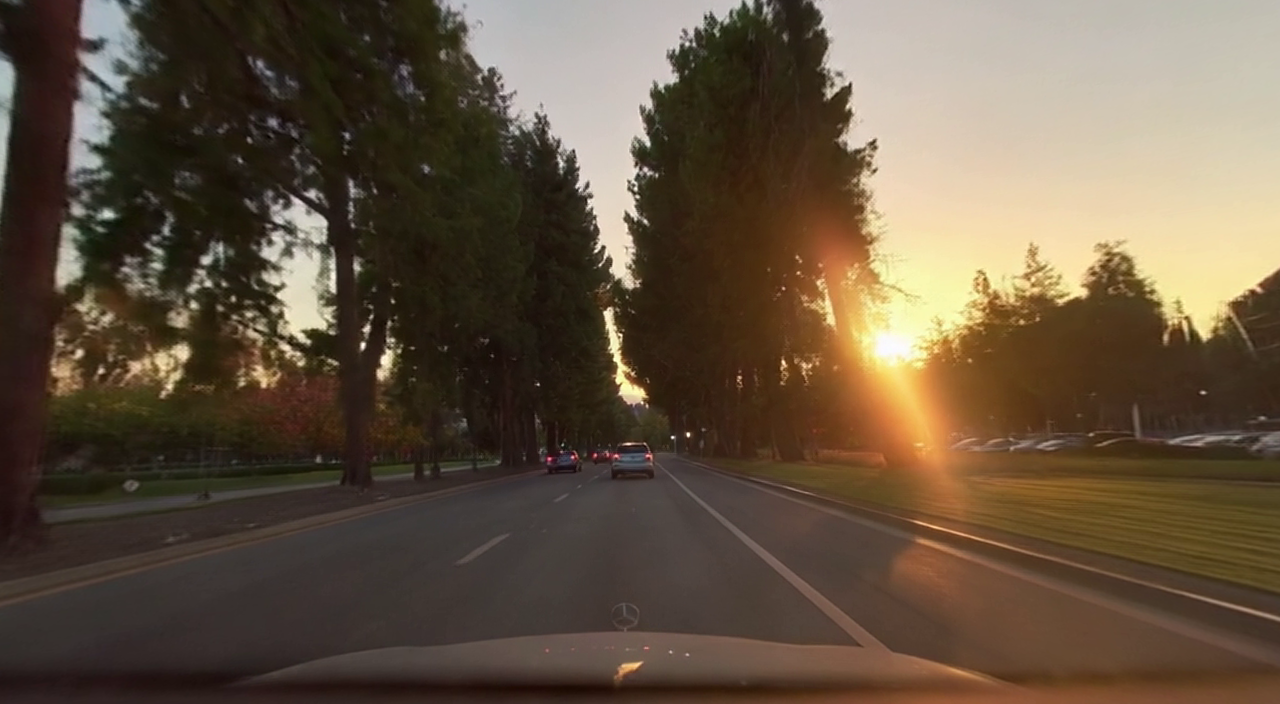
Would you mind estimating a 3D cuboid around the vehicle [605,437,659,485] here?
[{"bbox_3d":[-0.305,4.382,25.668,2.018,1.769,3.897,0,-8,0],"label":"vehicle"}]

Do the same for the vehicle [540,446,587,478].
[{"bbox_3d":[-3.983,5.821,33.717,1.936,1.538,4.016,0,-8,1],"label":"vehicle"}]
